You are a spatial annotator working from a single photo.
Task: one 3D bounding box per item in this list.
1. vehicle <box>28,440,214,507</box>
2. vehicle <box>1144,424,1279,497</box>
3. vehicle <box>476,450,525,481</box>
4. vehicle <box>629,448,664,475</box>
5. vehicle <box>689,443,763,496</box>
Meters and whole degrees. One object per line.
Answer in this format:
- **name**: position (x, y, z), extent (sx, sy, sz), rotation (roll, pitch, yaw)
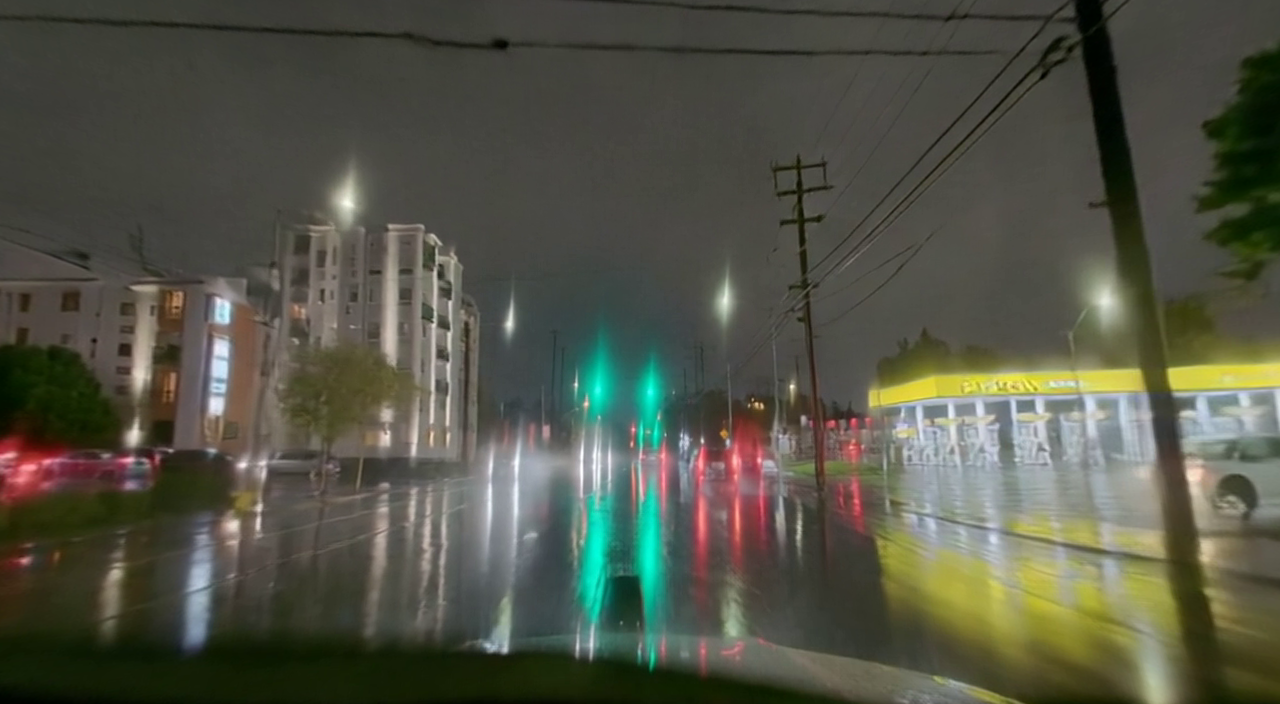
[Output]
- **vehicle**: position (-17.587, 4.110, 21.576), extent (4.592, 1.852, 2.241), rotation (-3, -5, 5)
- **vehicle**: position (14.141, 2.387, 14.062), extent (1.846, 1.480, 4.649), rotation (0, -8, -2)
- **vehicle**: position (-8.718, 7.090, 39.842), extent (2.000, 1.796, 4.529), rotation (0, -8, 1)
- **vehicle**: position (0.425, 6.658, 38.637), extent (1.999, 1.487, 3.939), rotation (0, -8, 1)
- **vehicle**: position (2.864, 3.996, 21.982), extent (1.945, 1.647, 4.160), rotation (0, -8, -1)
